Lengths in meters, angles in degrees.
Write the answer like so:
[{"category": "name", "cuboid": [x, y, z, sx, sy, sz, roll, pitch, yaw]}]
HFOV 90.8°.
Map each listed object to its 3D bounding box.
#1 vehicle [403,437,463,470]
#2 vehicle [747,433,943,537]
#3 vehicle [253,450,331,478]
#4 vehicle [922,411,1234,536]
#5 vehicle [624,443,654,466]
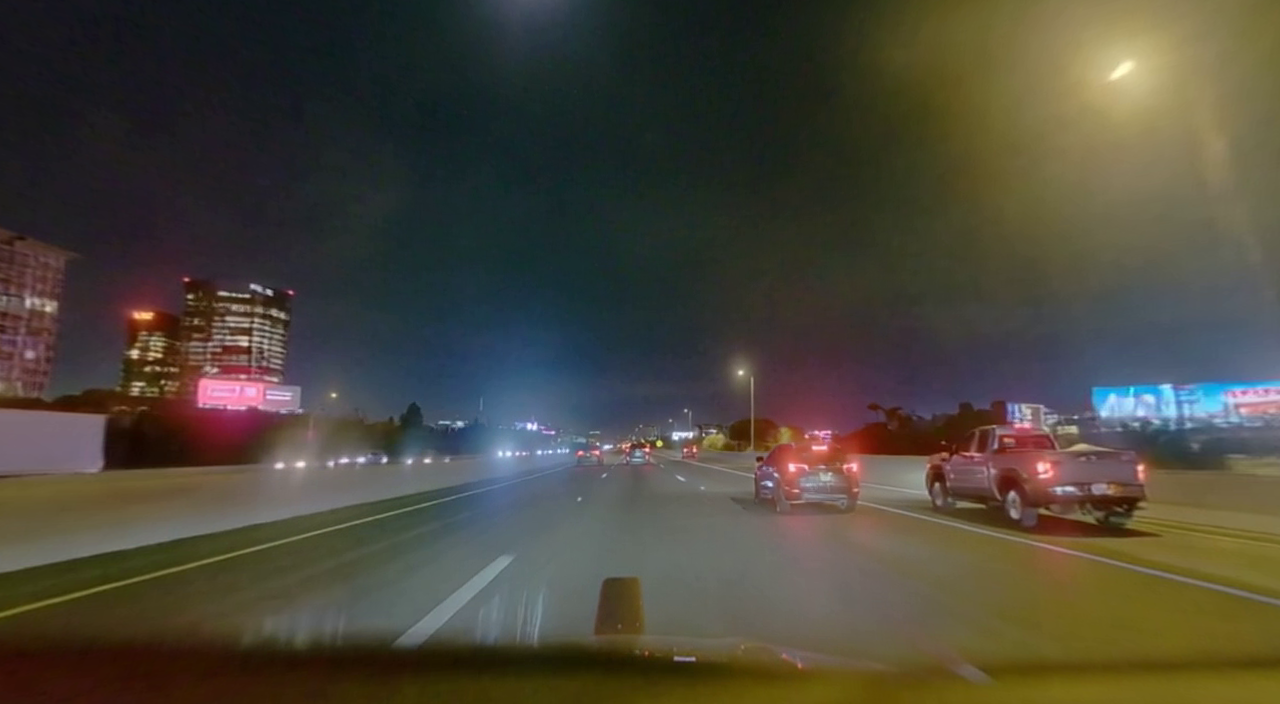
[{"category": "vehicle", "cuboid": [-14.699, 7.239, 45.280, 2.438, 2.164, 5.666, 0, -9, 0]}, {"category": "vehicle", "cuboid": [3.420, 2.307, 11.632, 1.987, 1.509, 4.512, 0, -9, -1]}, {"category": "vehicle", "cuboid": [-19.976, 6.452, 36.549, 1.851, 1.470, 4.754, 0, -9, -1]}, {"category": "vehicle", "cuboid": [7.457, 2.132, 11.647, 2.176, 1.793, 4.841, 0, -9, -1]}, {"category": "vehicle", "cuboid": [-0.142, 7.809, 48.235, 2.191, 1.685, 4.015, 0, -9, -2]}]
